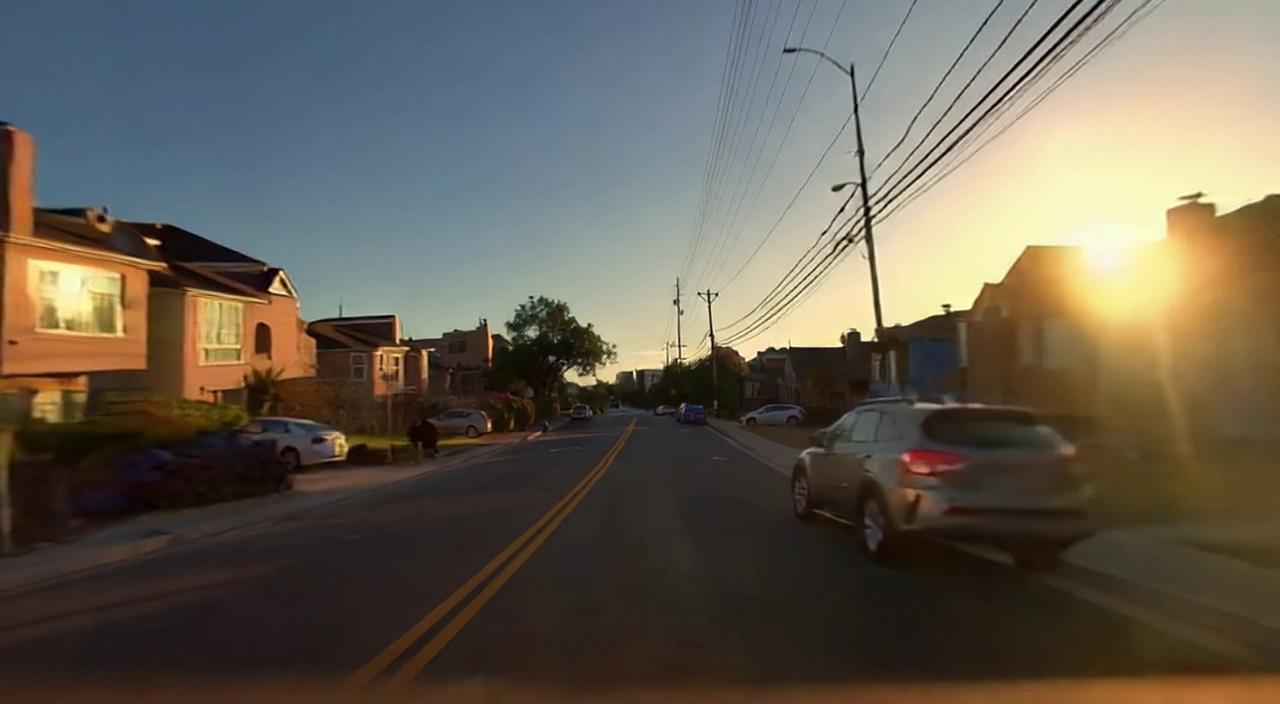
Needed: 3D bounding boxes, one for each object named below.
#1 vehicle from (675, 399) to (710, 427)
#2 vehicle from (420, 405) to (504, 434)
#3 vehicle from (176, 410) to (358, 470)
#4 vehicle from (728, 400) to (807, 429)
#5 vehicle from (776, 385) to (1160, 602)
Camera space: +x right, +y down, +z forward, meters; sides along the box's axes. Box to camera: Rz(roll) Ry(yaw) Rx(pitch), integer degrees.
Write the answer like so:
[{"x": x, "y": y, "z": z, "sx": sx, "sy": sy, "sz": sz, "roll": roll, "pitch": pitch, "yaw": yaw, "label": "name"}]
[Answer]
[{"x": 3.874, "y": 4.567, "z": 47.391, "sx": 2.277, "sy": 1.917, "sz": 5.495, "roll": 0, "pitch": -5, "yaw": 1, "label": "vehicle"}, {"x": -10.927, "y": 4.184, "z": 38.832, "sx": 4.484, "sy": 1.538, "sz": 1.901, "roll": 3, "pitch": -7, "yaw": 4, "label": "vehicle"}, {"x": -11.785, "y": 2.810, "z": 20.119, "sx": 4.525, "sy": 1.797, "sz": 2.024, "roll": -1, "pitch": -8, "yaw": 4, "label": "vehicle"}, {"x": 8.375, "y": 4.175, "z": 41.817, "sx": 4.893, "sy": 1.642, "sz": 1.874, "roll": -2, "pitch": -9, "yaw": 5, "label": "vehicle"}, {"x": 3.342, "y": 1.487, "z": 7.869, "sx": 2.211, "sy": 1.860, "sz": 4.813, "roll": 0, "pitch": -7, "yaw": 0, "label": "vehicle"}]
